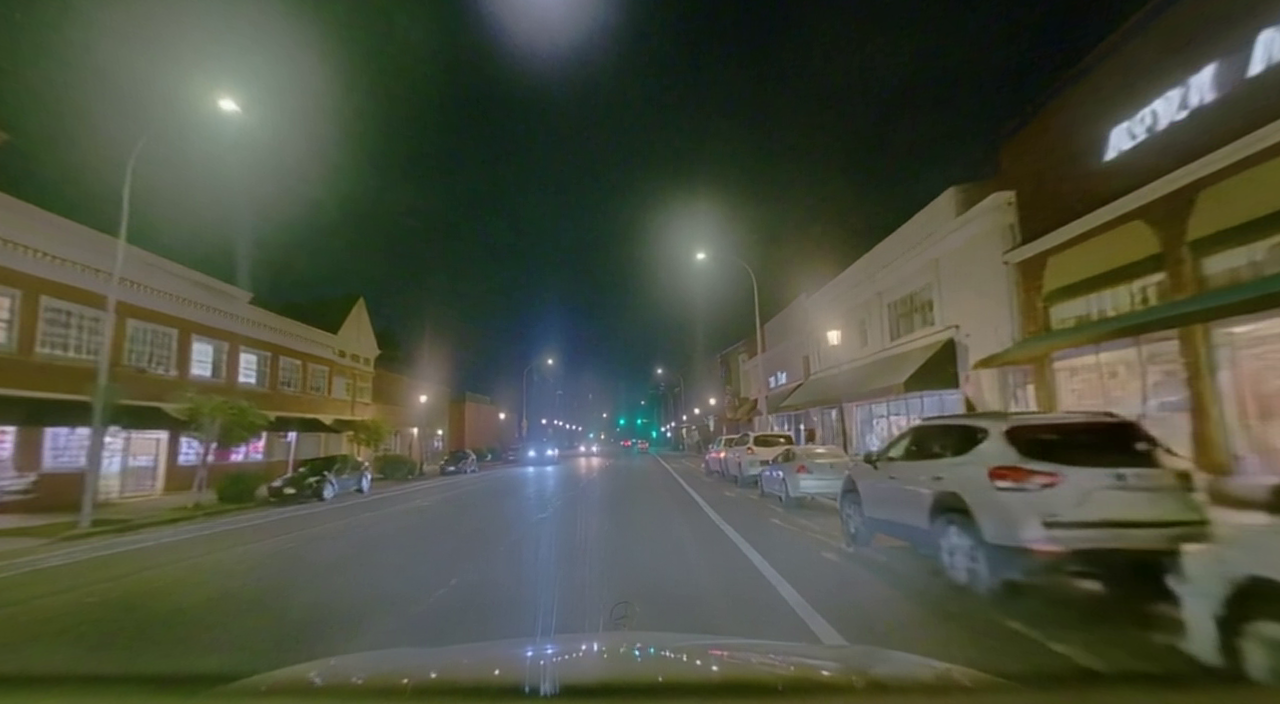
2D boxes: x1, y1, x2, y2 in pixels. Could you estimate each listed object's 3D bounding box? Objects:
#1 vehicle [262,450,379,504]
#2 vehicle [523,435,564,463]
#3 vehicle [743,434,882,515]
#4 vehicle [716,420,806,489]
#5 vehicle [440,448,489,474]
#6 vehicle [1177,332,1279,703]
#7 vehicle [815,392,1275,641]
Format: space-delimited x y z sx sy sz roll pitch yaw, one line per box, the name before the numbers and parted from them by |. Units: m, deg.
vehicle | -10.784 4.220 21.682 1.930 1.621 3.853 0 -8 0
vehicle | -6.658 6.743 44.048 2.044 1.839 4.512 0 -8 1
vehicle | 3.874 2.851 15.138 1.876 1.468 4.672 -5 -9 -1
vehicle | 3.827 3.345 20.820 1.976 2.001 4.430 0 -8 -2
vehicle | -10.528 6.558 38.232 1.846 1.463 4.206 0 -8 -1
vehicle | 3.910 0.478 0.230 2.164 1.880 6.057 0 -8 1
vehicle | 3.840 1.644 7.544 2.132 1.889 5.213 0 -8 2
